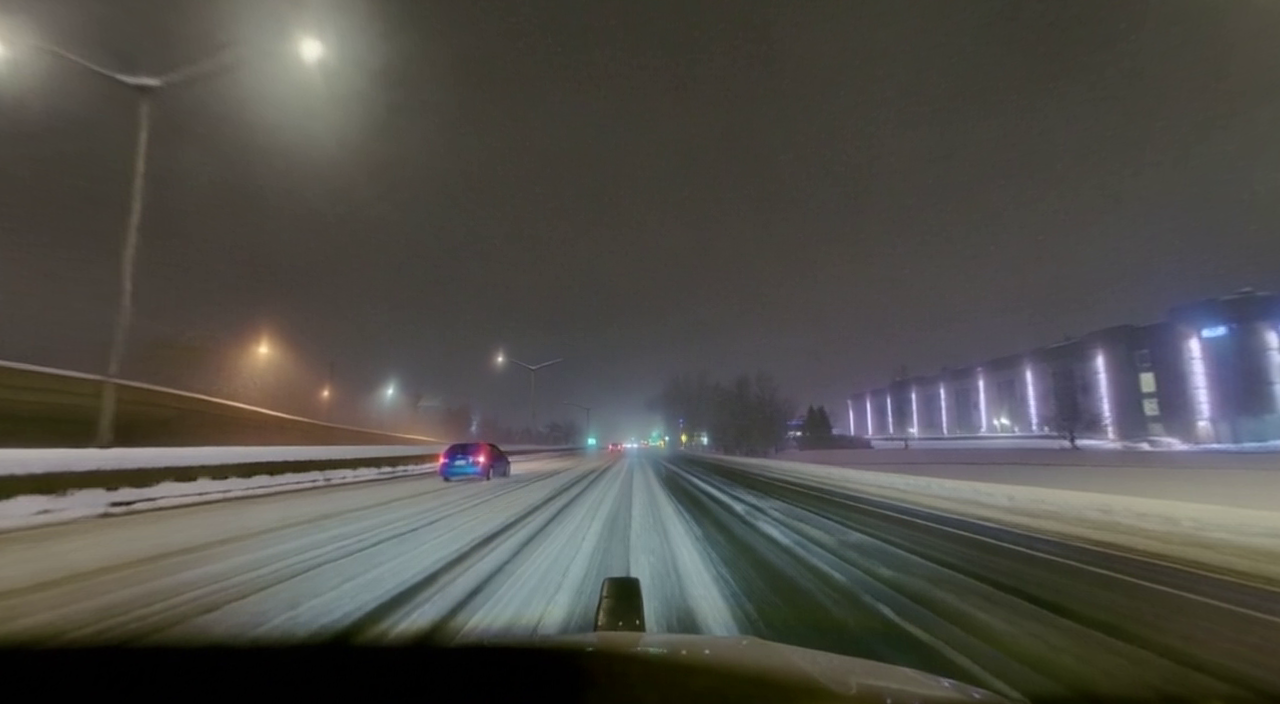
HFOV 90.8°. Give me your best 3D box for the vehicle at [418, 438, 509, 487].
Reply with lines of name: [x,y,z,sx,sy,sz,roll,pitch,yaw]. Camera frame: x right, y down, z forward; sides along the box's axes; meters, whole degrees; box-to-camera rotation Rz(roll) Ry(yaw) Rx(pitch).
vehicle: [-6.127,3.870,22.513,1.990,1.529,4.288,0,-8,0]
